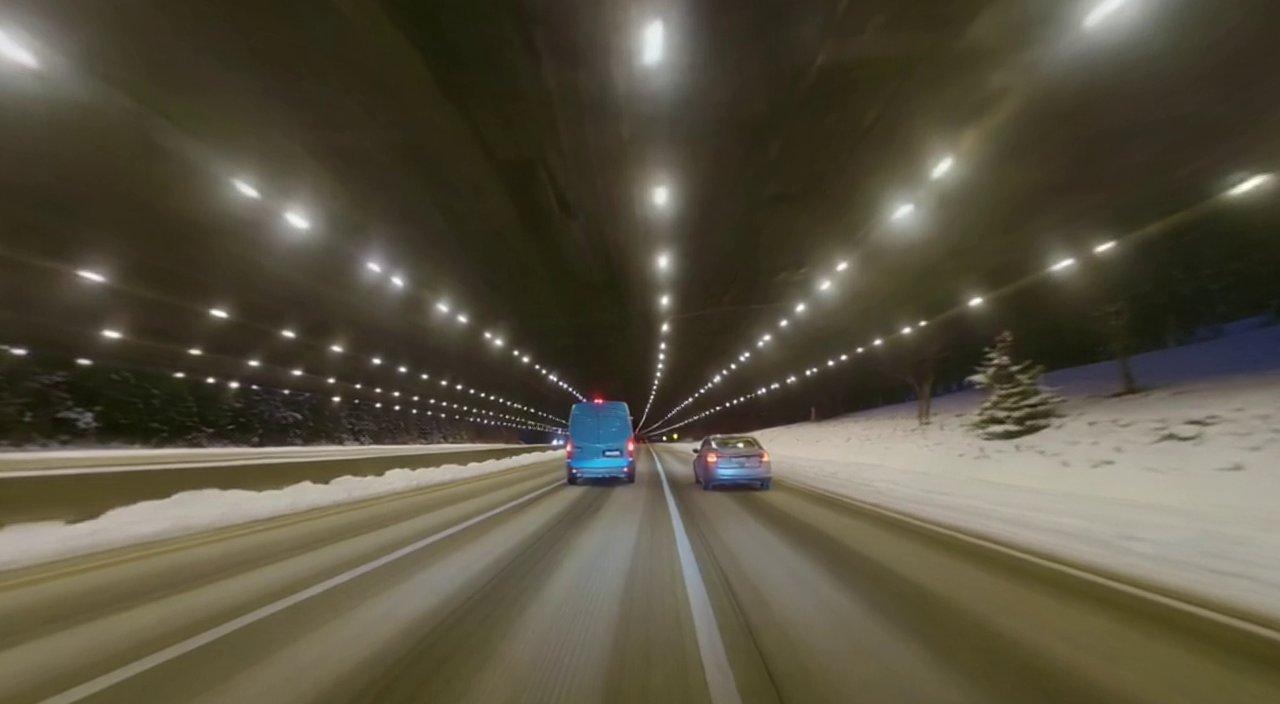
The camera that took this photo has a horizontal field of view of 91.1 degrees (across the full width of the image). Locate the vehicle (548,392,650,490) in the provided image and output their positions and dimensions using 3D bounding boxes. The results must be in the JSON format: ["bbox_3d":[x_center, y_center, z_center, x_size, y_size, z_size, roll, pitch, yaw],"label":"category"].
[{"bbox_3d":[-1.017,2.622,18.708,2.404,2.459,5.229,-1,-8,3],"label":"vehicle"}]

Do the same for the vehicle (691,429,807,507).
[{"bbox_3d":[2.367,2.624,14.782,2.095,1.553,4.069,-1,-8,2],"label":"vehicle"}]
